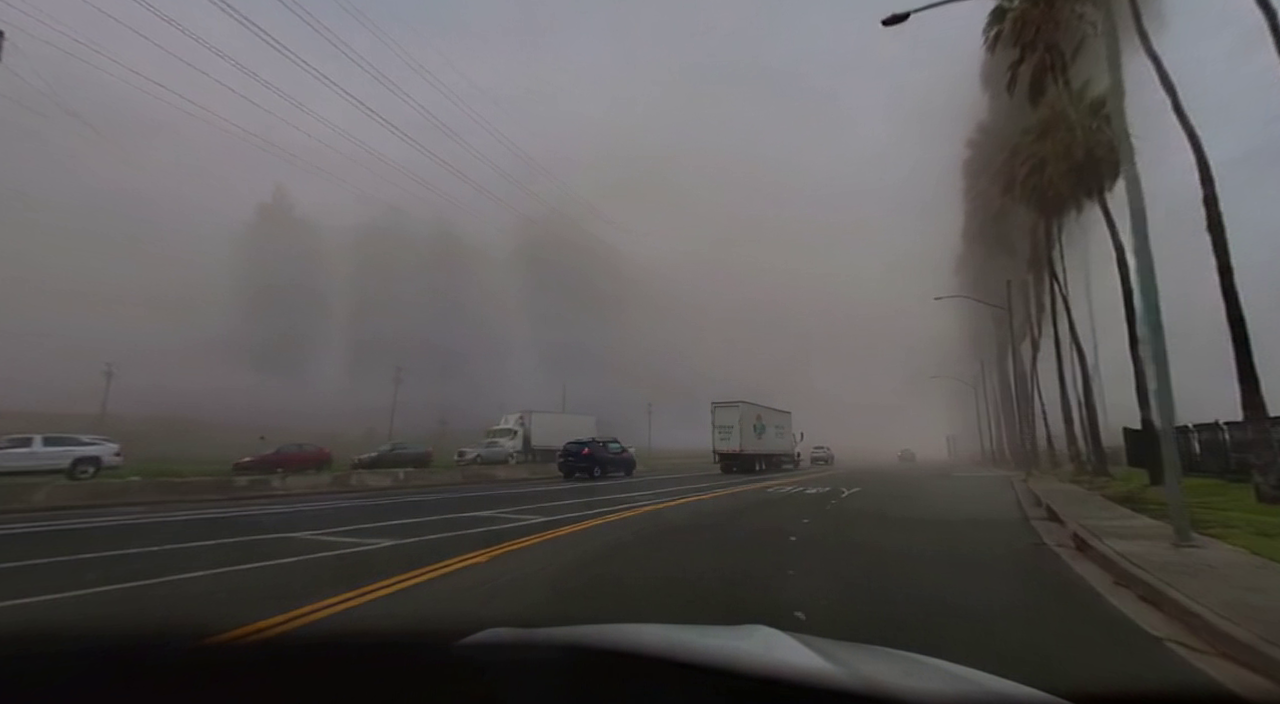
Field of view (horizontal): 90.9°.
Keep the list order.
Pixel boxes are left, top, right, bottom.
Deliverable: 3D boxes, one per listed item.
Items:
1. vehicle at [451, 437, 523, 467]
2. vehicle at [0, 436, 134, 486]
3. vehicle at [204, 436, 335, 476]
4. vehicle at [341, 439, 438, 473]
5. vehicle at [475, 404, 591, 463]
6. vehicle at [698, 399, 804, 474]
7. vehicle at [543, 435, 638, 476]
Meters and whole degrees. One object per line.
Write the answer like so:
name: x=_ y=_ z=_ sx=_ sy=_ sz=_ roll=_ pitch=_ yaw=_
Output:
vehicle: x=-9.431 y=6.274 z=39.208 sx=1.833 sy=1.578 sz=4.412 roll=-9 pitch=-15 yaw=27
vehicle: x=-19.258 y=3.444 z=20.083 sx=1.792 sy=1.451 sz=4.419 roll=-5 pitch=-10 yaw=28
vehicle: x=-15.933 y=4.493 z=27.384 sx=1.847 sy=1.567 sz=4.532 roll=-5 pitch=-10 yaw=27
vehicle: x=-12.714 y=5.378 z=32.332 sx=1.785 sy=1.502 sz=4.457 roll=-6 pitch=-13 yaw=27
vehicle: x=-7.994 y=6.671 z=49.731 sx=2.907 sy=3.760 sz=11.193 roll=-5 pitch=-13 yaw=26
vehicle: x=7.198 y=5.279 z=38.970 sx=2.903 sy=3.933 sz=11.567 roll=-5 pitch=-10 yaw=28
vehicle: x=-2.459 y=5.412 z=33.222 sx=2.266 sy=1.950 sz=5.866 roll=-4 pitch=-9 yaw=26
